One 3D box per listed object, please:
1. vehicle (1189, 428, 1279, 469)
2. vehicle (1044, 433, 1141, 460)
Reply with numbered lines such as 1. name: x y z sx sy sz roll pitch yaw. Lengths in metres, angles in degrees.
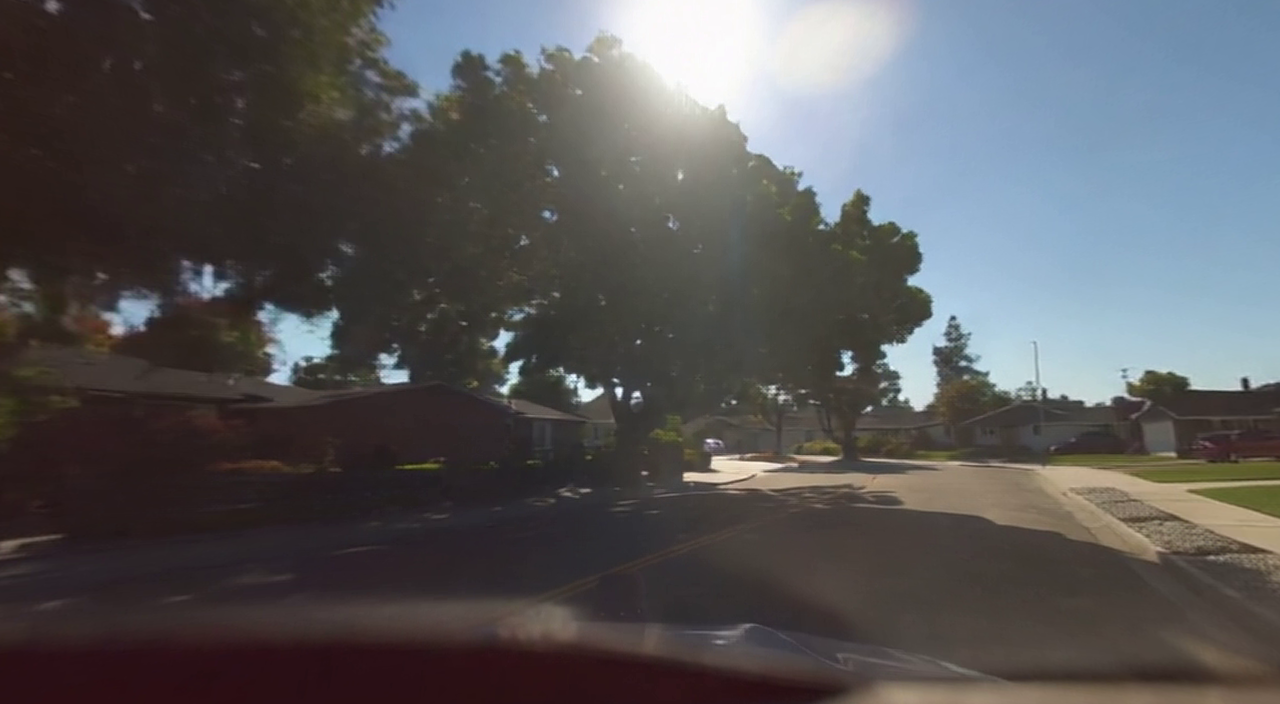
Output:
1. vehicle: 27.137 4.158 27.521 4.327 1.573 1.967 -9 -13 28
2. vehicle: 30.273 6.352 42.384 4.799 1.451 2.144 -4 -8 -2
